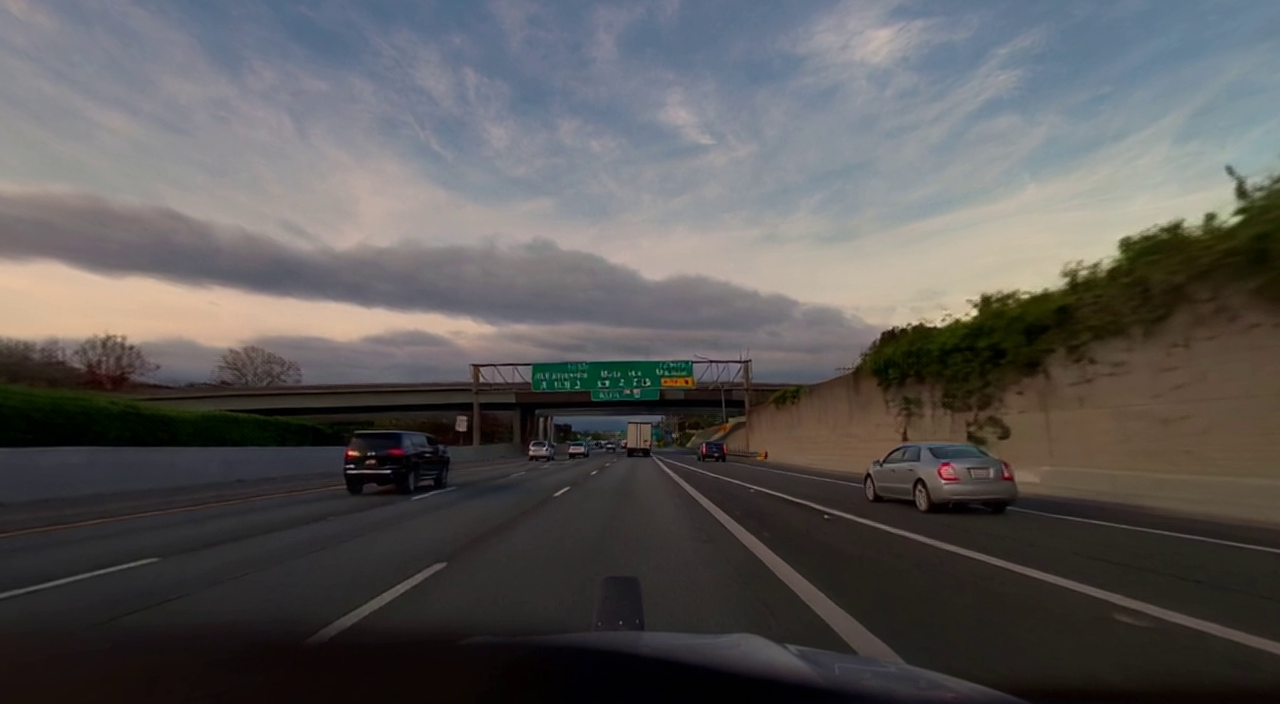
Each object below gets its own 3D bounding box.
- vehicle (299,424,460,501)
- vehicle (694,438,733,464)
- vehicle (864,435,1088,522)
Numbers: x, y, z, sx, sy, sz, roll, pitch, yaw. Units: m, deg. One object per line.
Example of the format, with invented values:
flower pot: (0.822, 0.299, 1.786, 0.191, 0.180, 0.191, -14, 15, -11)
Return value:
vehicle: (-6.639, 2.896, 16.871, 2.179, 1.753, 4.999, 0, -9, 0)
vehicle: (5.531, 7.562, 48.240, 2.220, 1.898, 4.752, 0, -9, -3)
vehicle: (6.775, 2.579, 13.455, 2.075, 1.510, 4.569, 0, -9, -3)
